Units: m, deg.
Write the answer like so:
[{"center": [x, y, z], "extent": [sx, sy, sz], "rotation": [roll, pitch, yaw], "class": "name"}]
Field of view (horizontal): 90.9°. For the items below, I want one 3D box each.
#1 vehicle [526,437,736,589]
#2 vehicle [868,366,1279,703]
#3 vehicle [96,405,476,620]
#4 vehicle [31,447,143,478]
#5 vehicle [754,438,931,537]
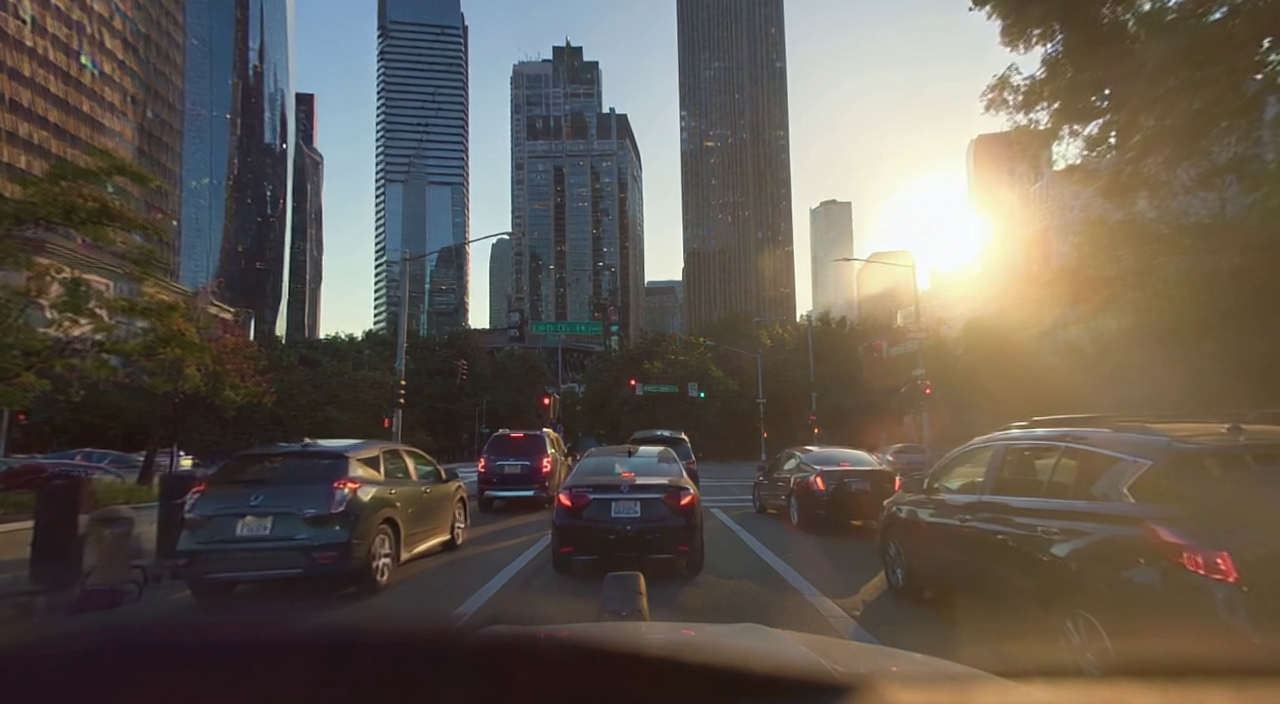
[{"center": [-0.078, 1.845, 8.056], "extent": [2.031, 1.461, 3.763], "rotation": [0, -8, 0], "class": "vehicle"}, {"center": [3.361, 1.145, 4.081], "extent": [2.179, 1.631, 4.173], "rotation": [0, -8, 0], "class": "vehicle"}, {"center": [-3.501, 1.646, 7.488], "extent": [2.046, 1.744, 4.407], "rotation": [0, -8, -2], "class": "vehicle"}, {"center": [-28.287, 5.644, 32.340], "extent": [4.102, 1.425, 1.724], "rotation": [1, -9, 3], "class": "vehicle"}, {"center": [3.594, 2.461, 12.199], "extent": [1.973, 1.537, 4.533], "rotation": [0, -8, 1], "class": "vehicle"}]
